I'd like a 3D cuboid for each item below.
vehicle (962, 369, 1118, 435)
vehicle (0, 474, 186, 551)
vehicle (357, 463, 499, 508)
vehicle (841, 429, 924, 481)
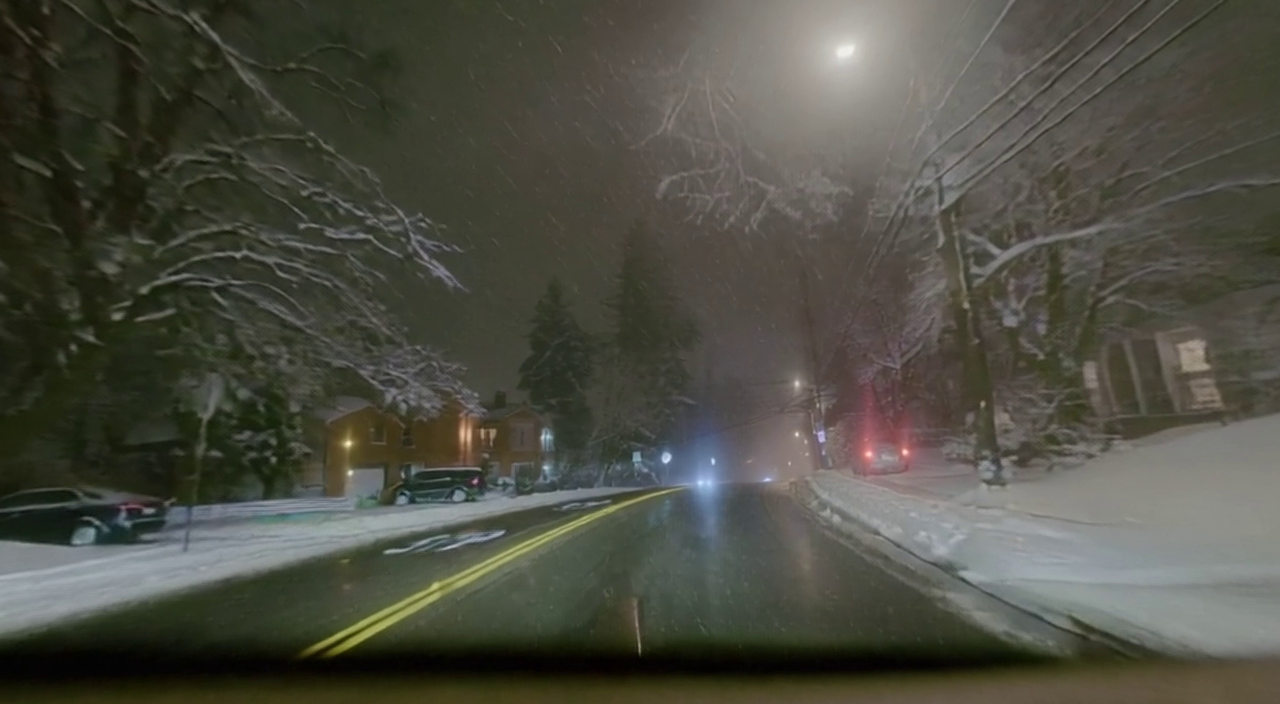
[{"bbox_3d":[15.507,1.919,24.691,4.539,2.010,2.163,-6,-1,3],"label":"vehicle"},{"bbox_3d":[-13.144,3.591,14.301,4.175,1.492,1.845,0,-9,-4],"label":"vehicle"},{"bbox_3d":[-9.610,6.159,29.018,5.643,1.759,2.110,-1,-19,3],"label":"vehicle"},{"bbox_3d":[9.749,4.165,25.813,2.163,1.885,4.804,-2,-9,10],"label":"vehicle"}]
